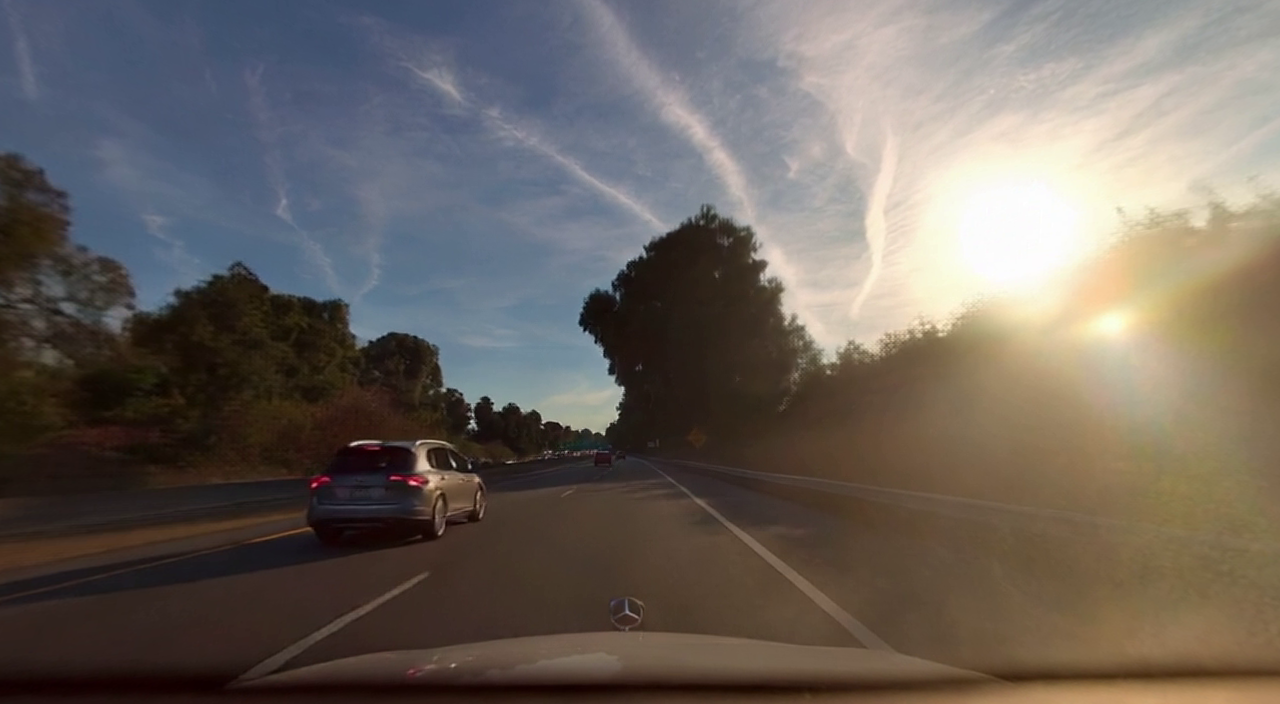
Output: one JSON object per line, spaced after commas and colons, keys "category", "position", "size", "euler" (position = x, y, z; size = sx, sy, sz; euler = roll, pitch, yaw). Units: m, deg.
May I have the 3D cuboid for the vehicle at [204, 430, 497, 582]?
{"category": "vehicle", "position": [-3.780, 2.083, 9.397], "size": [2.135, 1.686, 4.517], "euler": [0, -9, 1]}
